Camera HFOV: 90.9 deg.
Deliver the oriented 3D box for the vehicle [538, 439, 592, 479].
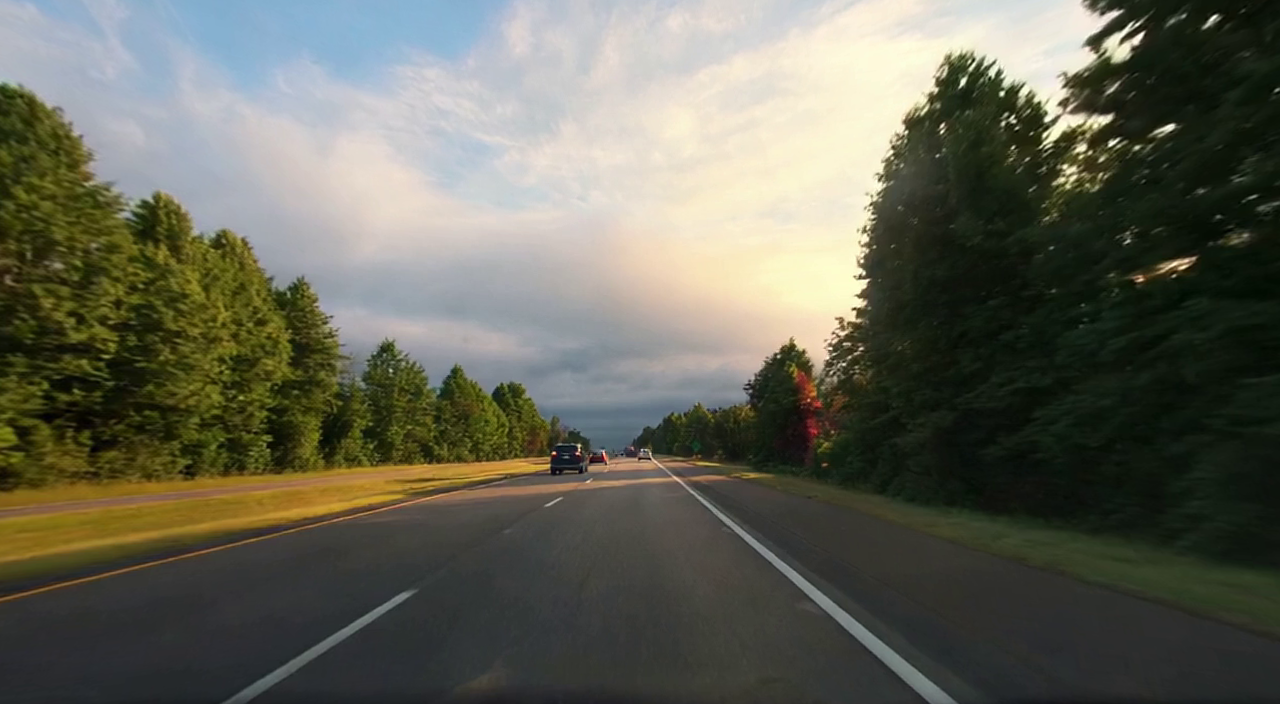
[{"bbox_3d":[-3.593,5.206,30.957,2.056,1.811,4.202,0,-9,1],"label":"vehicle"}]
